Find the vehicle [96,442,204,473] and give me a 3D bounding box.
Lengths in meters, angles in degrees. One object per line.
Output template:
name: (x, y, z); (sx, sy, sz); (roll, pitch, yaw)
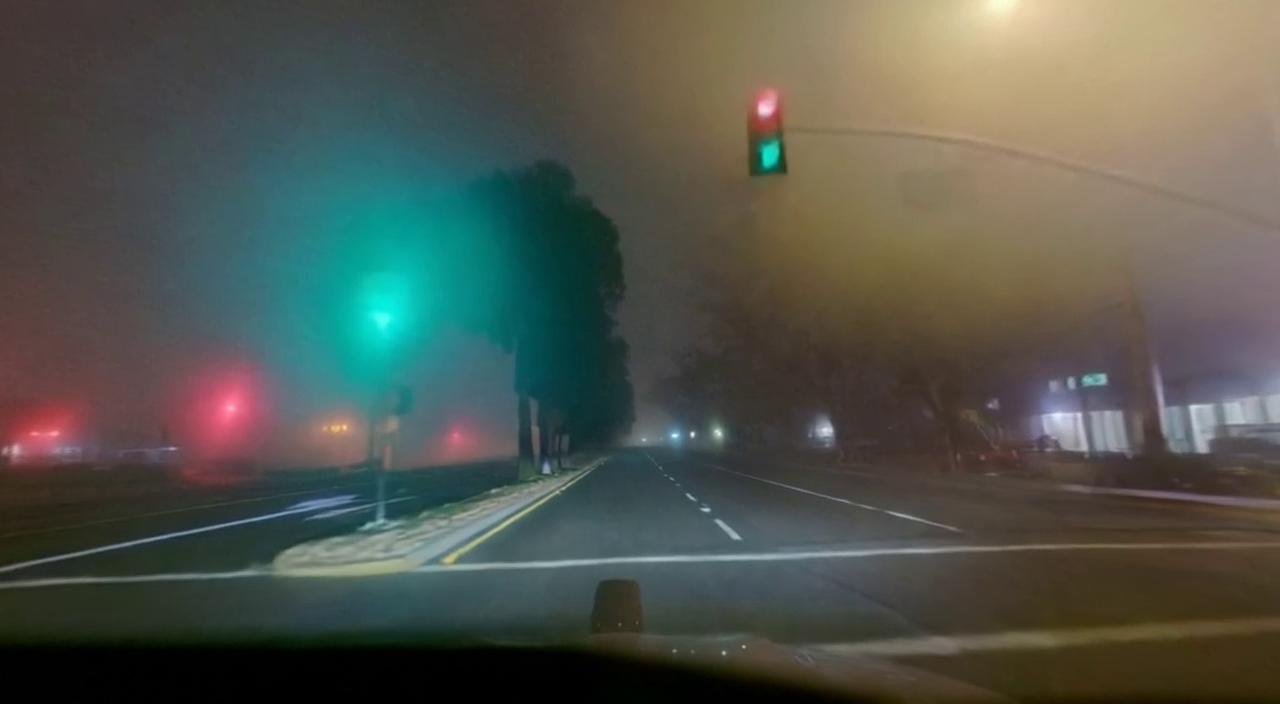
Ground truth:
vehicle: (-32.000, 6.885, 41.335); (5.196, 1.936, 2.247); (-1, -9, 2)
